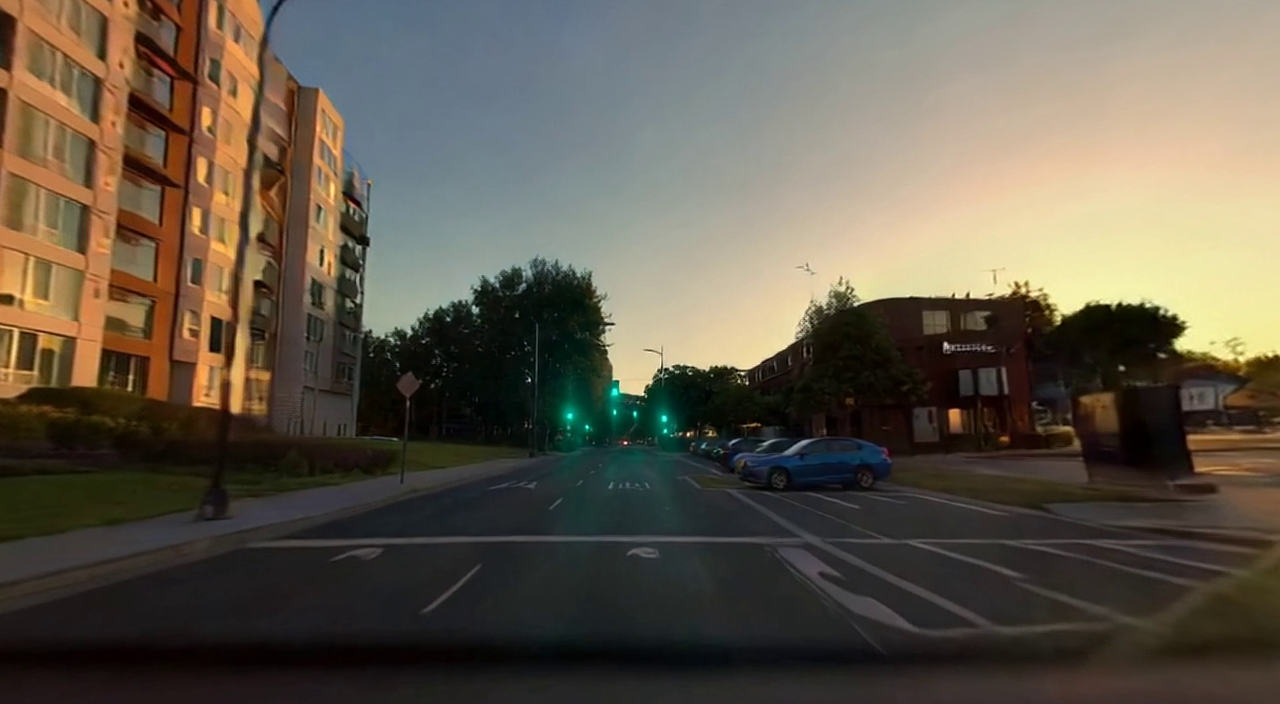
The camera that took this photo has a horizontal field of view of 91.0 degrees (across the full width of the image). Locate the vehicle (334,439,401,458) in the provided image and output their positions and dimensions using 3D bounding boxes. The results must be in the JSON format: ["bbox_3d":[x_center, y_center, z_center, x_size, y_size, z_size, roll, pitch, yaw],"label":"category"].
[{"bbox_3d":[-19.629,6.954,45.549,2.660,1.211,4.739,-1,-8,2],"label":"vehicle"}]

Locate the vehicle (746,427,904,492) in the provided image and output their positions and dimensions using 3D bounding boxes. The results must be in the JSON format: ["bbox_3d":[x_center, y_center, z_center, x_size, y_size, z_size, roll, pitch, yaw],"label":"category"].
[{"bbox_3d":[4.897,2.763,16.614,3.844,1.524,1.847,4,-9,-31],"label":"vehicle"}]

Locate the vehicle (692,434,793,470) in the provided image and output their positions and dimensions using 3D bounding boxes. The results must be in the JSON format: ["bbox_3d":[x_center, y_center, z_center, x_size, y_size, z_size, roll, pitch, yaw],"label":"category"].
[{"bbox_3d":[4.596,4.460,28.340,4.033,1.514,1.974,3,-9,-24],"label":"vehicle"}]
